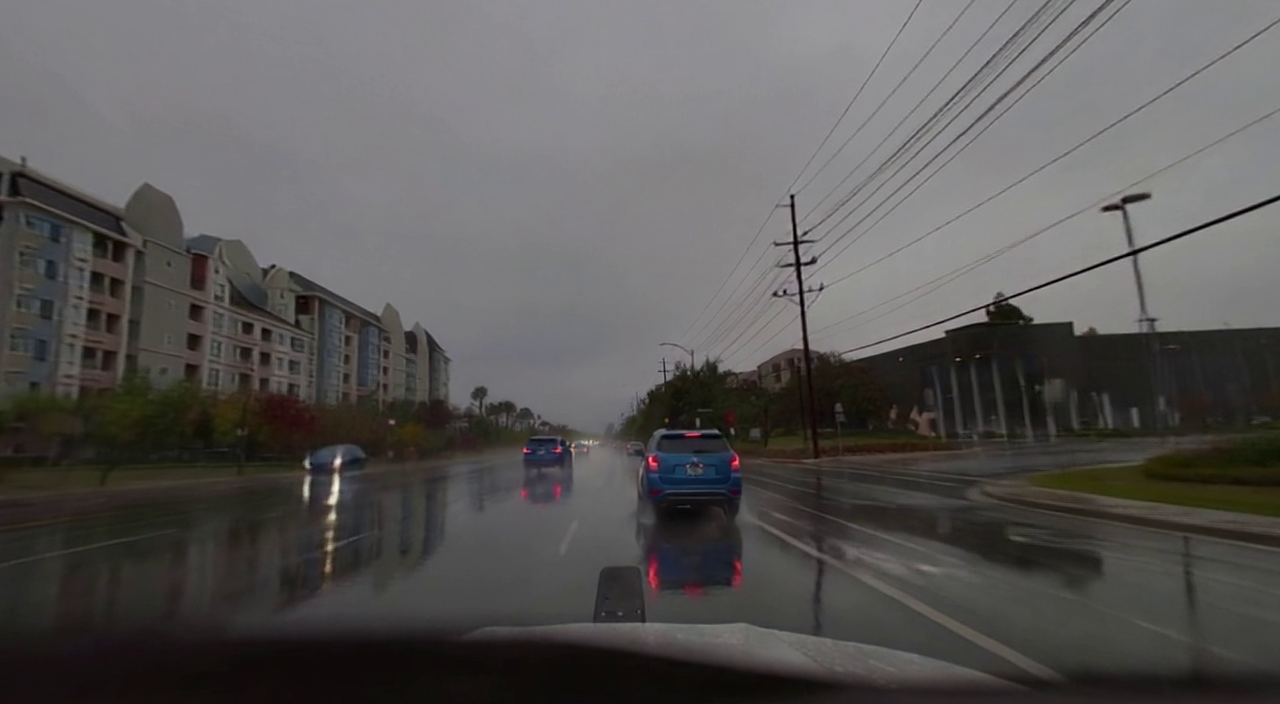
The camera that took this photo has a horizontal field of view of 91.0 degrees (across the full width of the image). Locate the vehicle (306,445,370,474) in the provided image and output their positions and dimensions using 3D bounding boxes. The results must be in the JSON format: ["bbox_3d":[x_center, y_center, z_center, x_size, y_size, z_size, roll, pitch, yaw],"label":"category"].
[{"bbox_3d":[-19.980,7.093,41.919,2.054,1.765,4.700,0,-9,-2],"label":"vehicle"}]

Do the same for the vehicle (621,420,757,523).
[{"bbox_3d":[0.766,2.323,12.714,2.198,1.706,4.166,0,-9,-3],"label":"vehicle"}]

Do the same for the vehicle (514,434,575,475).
[{"bbox_3d":[-4.468,4.898,30.260,2.169,1.796,4.821,0,-9,0],"label":"vehicle"}]
